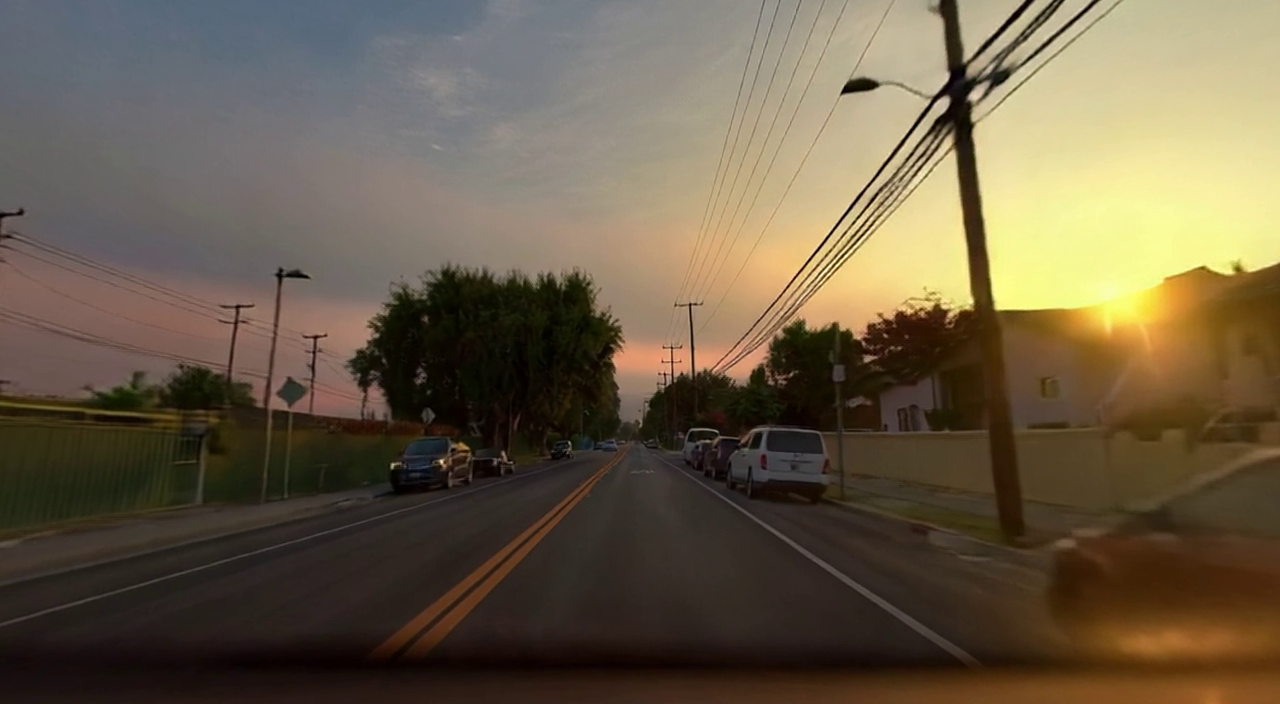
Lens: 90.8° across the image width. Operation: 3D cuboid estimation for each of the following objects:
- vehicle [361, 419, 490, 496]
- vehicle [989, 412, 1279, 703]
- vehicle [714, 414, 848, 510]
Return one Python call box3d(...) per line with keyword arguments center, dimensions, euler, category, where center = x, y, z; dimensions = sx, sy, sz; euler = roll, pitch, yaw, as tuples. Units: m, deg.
box3d(center=(-6.663, 3.349, 20.415), dimensions=(2.268, 2.154, 5.321), euler=(0, -8, 0), category="vehicle")
box3d(center=(3.559, 0.948, 2.244), dimensions=(1.862, 1.492, 4.800), euler=(0, -9, 0), category="vehicle")
box3d(center=(3.312, 2.736, 16.167), dimensions=(2.053, 2.005, 5.495), euler=(0, -8, -1), category="vehicle")
